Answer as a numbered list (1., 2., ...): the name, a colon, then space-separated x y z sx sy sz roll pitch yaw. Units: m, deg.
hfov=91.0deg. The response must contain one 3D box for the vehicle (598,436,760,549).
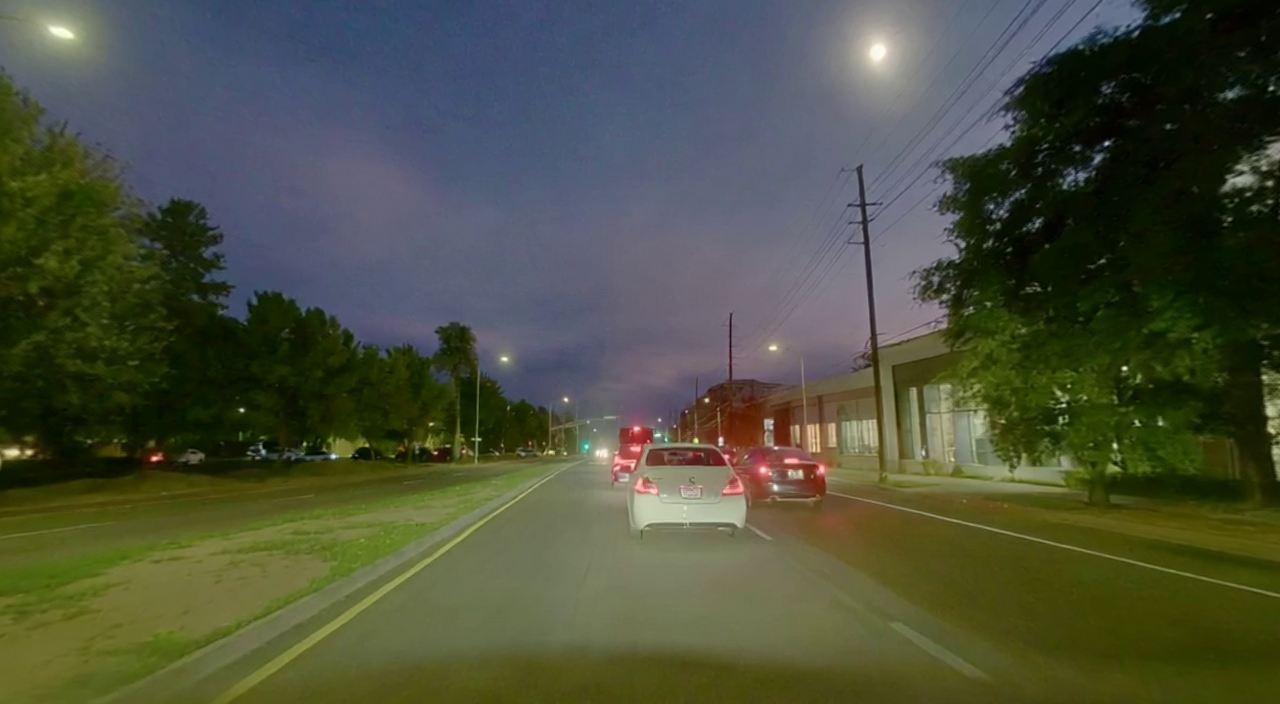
1. vehicle: 0.453 2.173 10.429 2.144 1.473 4.028 0 -8 -2

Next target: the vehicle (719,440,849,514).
1. vehicle: 3.188 2.844 14.852 1.985 1.489 4.036 0 -8 -2
